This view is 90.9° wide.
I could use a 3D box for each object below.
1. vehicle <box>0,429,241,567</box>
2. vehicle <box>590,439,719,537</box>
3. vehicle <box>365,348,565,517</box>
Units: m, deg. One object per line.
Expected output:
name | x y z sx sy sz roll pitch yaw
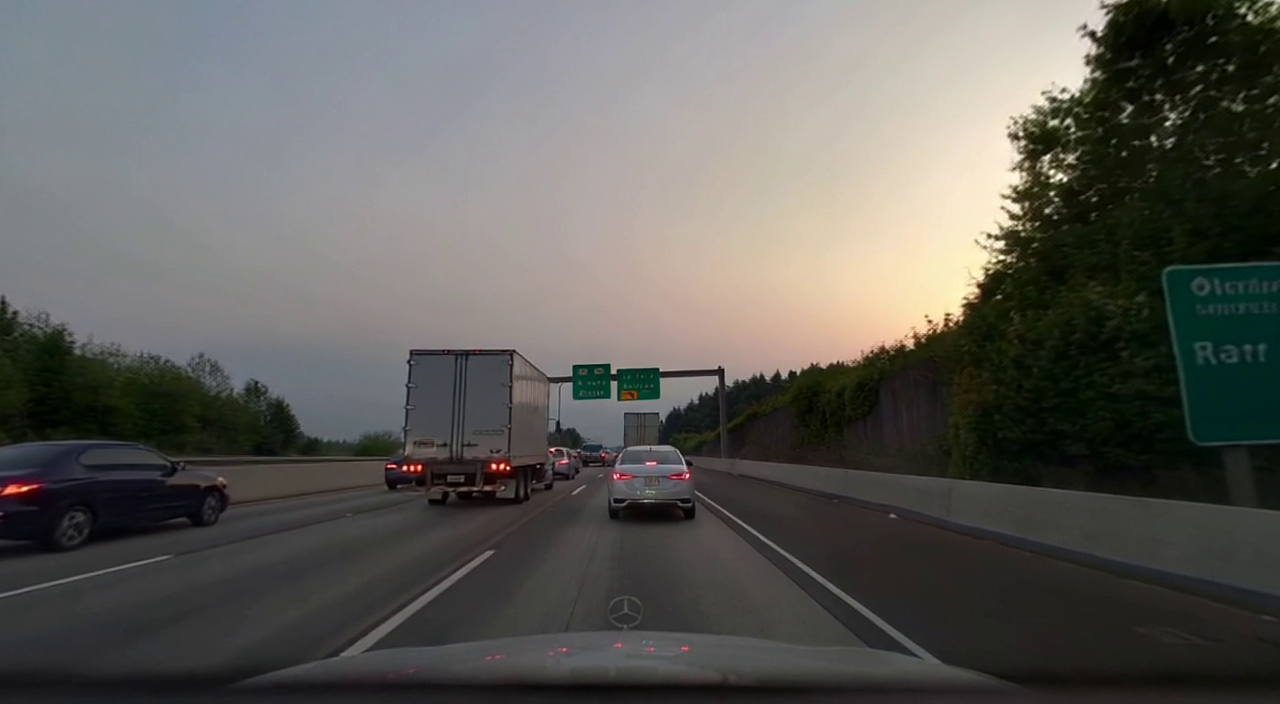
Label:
vehicle | -7.867 1.877 8.661 1.824 1.489 4.422 0 -9 1
vehicle | 0.220 2.381 11.530 1.995 1.495 3.380 0 -9 0
vehicle | -3.864 2.151 16.257 2.832 3.293 7.782 0 -9 1
